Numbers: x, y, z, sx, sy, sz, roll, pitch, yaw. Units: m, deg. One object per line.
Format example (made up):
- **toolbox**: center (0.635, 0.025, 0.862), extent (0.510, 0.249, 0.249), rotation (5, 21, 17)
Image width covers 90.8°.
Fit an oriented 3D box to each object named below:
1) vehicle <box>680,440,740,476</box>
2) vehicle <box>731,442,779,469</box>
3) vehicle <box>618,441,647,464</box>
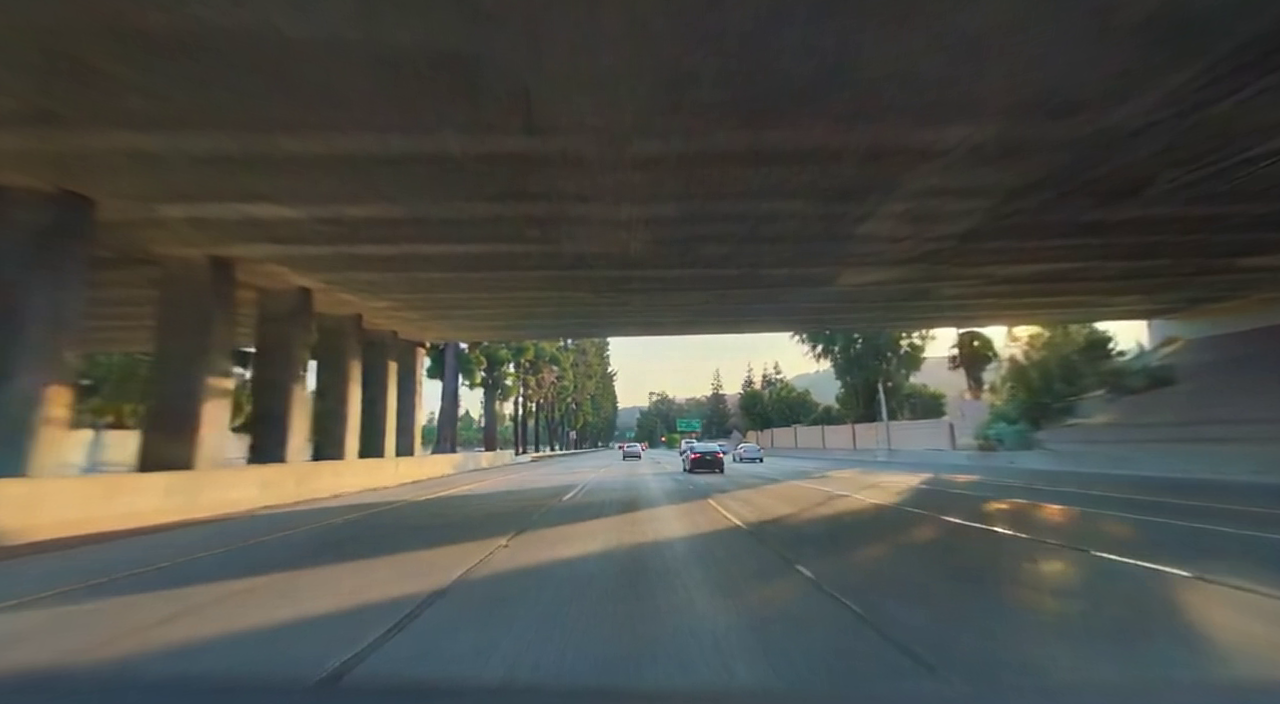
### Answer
- **vehicle**: center (3.076, 4.812, 28.901), extent (2.076, 1.472, 4.562), rotation (0, -9, -2)
- **vehicle**: center (6.941, 6.287, 38.614), extent (1.946, 1.497, 4.467), rotation (0, -9, -2)
- **vehicle**: center (-0.580, 7.437, 46.903), extent (2.029, 1.595, 4.207), rotation (0, -9, -1)
